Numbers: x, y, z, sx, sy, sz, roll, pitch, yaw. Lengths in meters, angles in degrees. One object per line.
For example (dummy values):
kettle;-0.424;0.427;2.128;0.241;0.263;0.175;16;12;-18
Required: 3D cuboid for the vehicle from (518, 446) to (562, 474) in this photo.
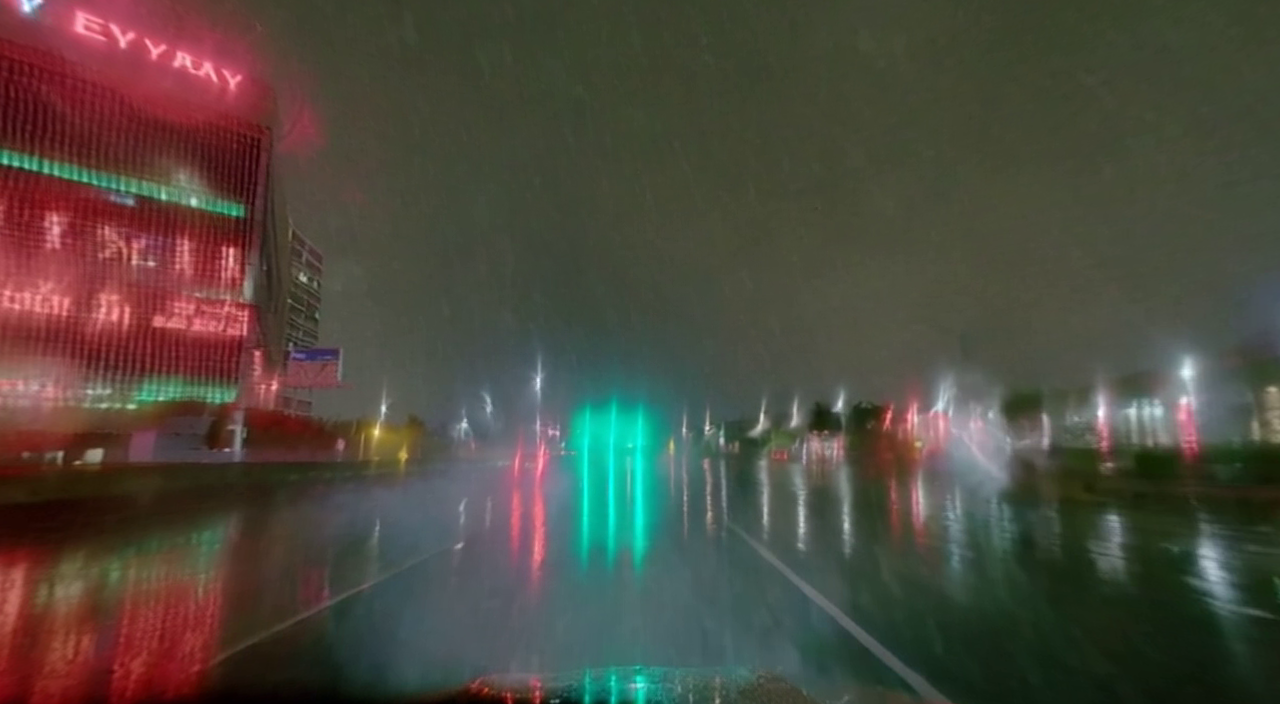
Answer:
vehicle;-5.815;6.313;37.014;1.943;1.510;4.201;0;-9;-1
